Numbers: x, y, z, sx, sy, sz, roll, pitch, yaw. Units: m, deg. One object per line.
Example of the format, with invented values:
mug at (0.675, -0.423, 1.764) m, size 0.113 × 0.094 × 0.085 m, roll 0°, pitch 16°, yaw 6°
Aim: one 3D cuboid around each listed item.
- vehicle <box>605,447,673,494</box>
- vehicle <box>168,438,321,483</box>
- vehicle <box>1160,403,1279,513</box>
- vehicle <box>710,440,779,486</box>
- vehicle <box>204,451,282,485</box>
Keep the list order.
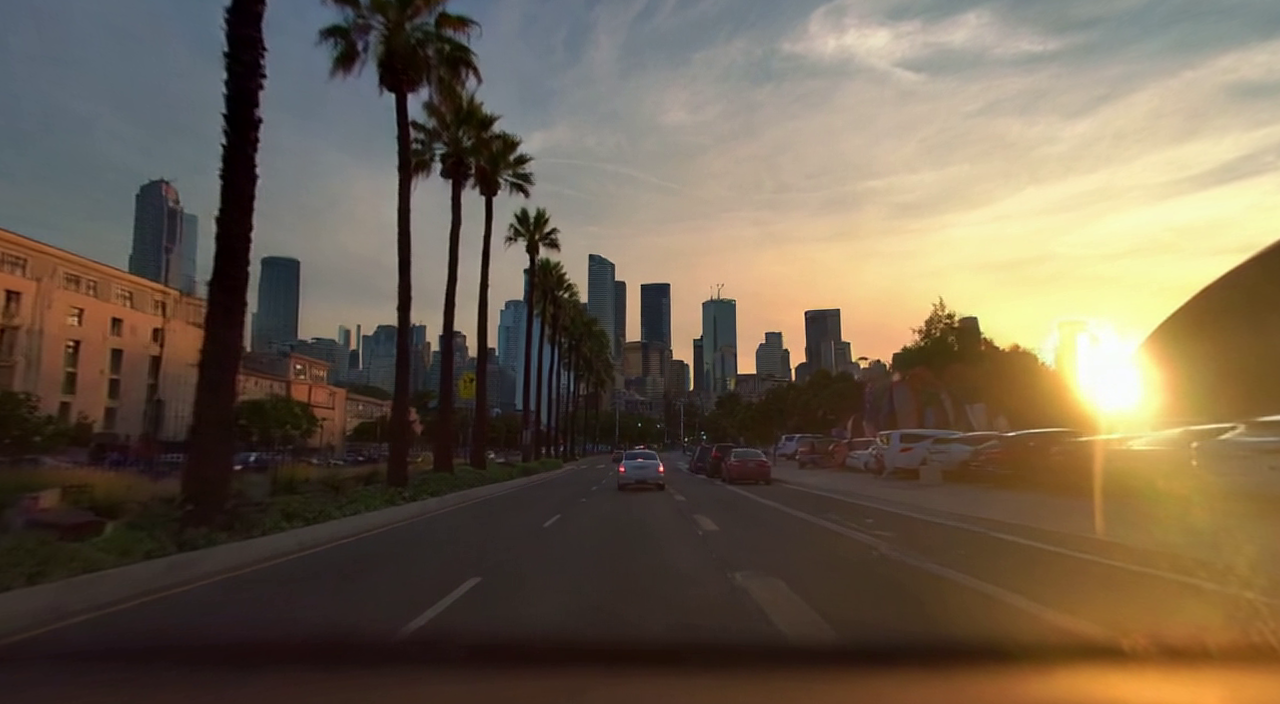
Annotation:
vehicle at (-0.028, 4.205, 22.792) m, size 2.235 × 1.528 × 3.876 m, roll 0°, pitch -9°, yaw 0°
vehicle at (-30.578, 8.448, 49.937) m, size 3.081 × 3.048 × 13.223 m, roll 0°, pitch -9°, yaw 3°
vehicle at (12.801, 1.911, 11.441) m, size 4.583 × 1.794 × 2.453 m, roll 1°, pitch -9°, yaw -4°
vehicle at (4.408, 4.769, 27.357) m, size 2.136 × 1.774 × 4.778 m, roll 0°, pitch -9°, yaw 0°
vehicle at (-26.449, 7.741, 42.205) m, size 2.277 × 2.133 × 4.869 m, roll 1°, pitch -10°, yaw -5°
